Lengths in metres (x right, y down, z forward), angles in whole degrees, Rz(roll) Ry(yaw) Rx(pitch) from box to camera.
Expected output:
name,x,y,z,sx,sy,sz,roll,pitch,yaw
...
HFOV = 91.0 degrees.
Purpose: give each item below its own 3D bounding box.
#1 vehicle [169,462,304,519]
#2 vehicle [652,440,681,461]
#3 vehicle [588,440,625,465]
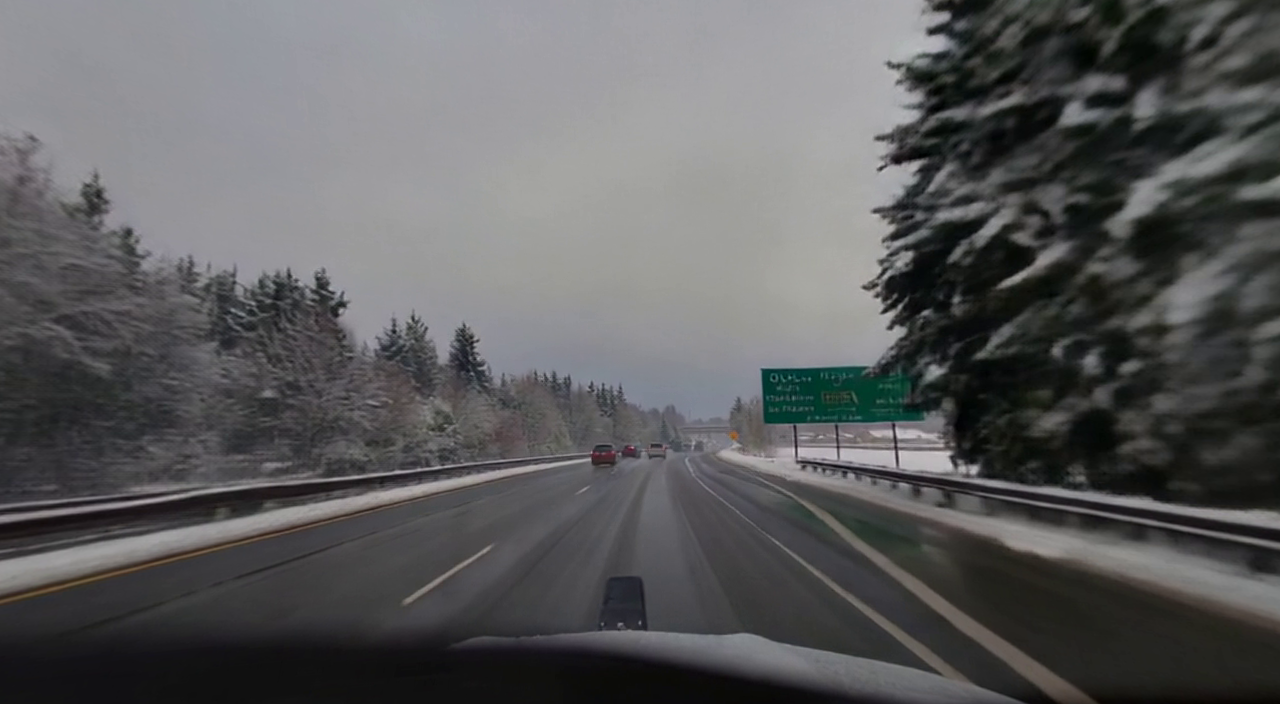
name,x,y,z,sx,sy,sz,roll,pitch,yaw
vehicle,-14.173,4.833,22.454,1.870,1.674,4.218,0,-8,2
vehicle,1.971,7.334,46.994,2.077,1.533,3.854,-1,-8,3
vehicle,-2.137,6.585,41.500,1.985,1.518,3.847,-1,-8,4
